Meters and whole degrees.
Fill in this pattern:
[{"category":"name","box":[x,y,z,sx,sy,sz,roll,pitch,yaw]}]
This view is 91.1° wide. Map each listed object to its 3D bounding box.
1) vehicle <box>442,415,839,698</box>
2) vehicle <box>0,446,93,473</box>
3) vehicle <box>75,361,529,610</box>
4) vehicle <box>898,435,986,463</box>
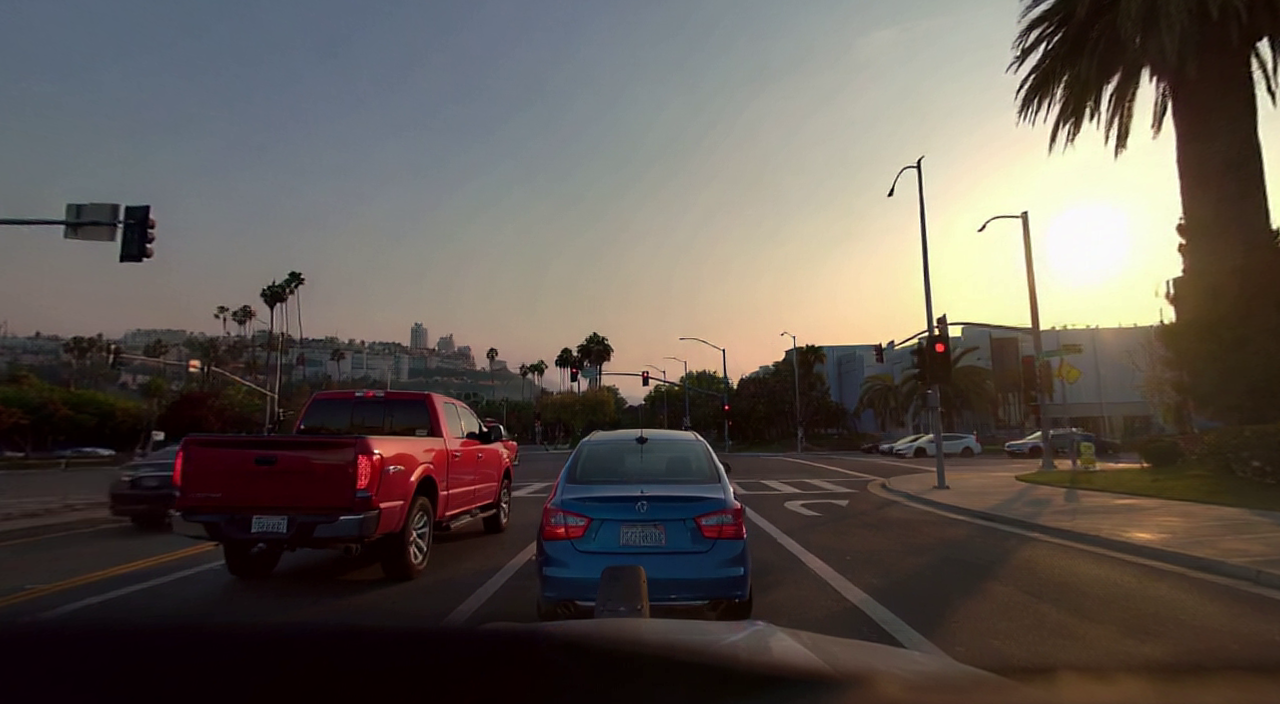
[{"category":"vehicle","box":[0.032,1.405,5.512,2.122,1.501,4.152,0,-8,1]},{"category":"vehicle","box":[-37.097,6.633,38.869,4.576,1.617,1.937,0,-8,2]},{"category":"vehicle","box":[-3.227,1.474,7.907,2.330,1.969,5.626,-1,-8,3]},{"category":"vehicle","box":[18.839,6.080,39.298,4.466,1.717,1.963,0,-8,2]}]
